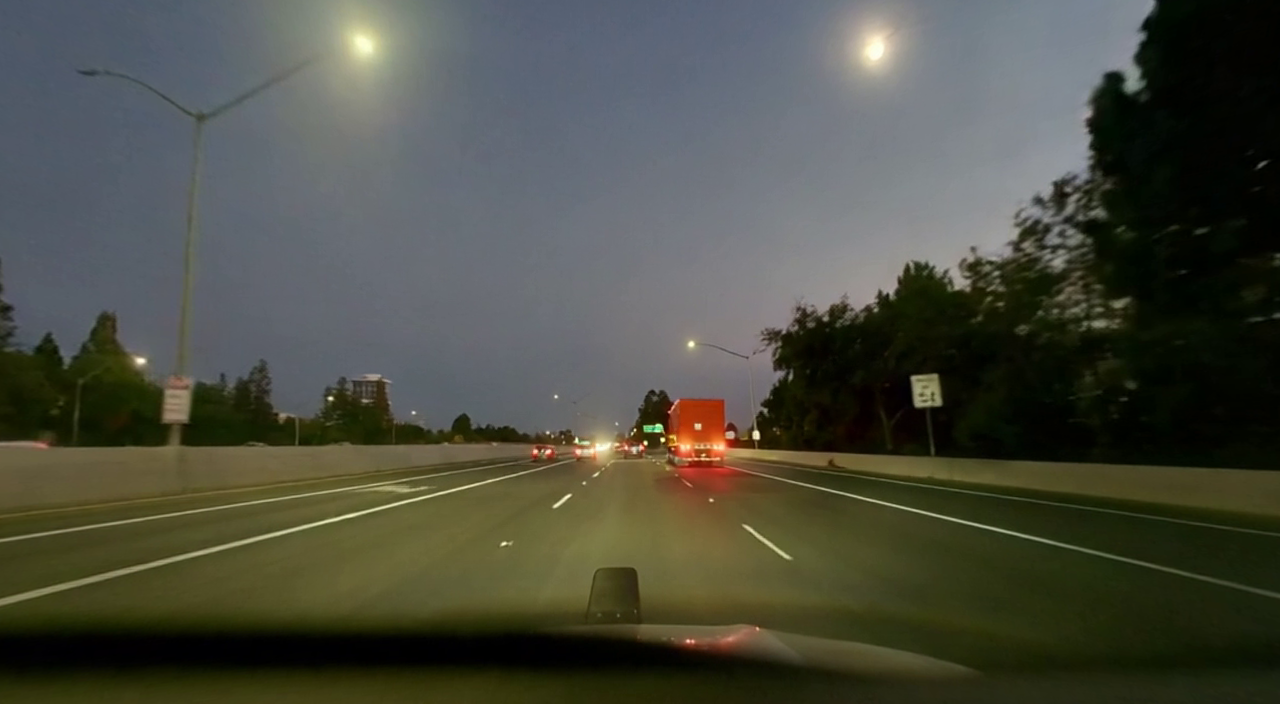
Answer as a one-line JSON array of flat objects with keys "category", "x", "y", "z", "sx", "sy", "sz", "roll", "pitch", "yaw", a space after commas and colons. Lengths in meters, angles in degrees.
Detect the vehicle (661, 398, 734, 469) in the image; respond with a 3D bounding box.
[{"category": "vehicle", "x": 3.094, "y": 4.938, "z": 37.533, "sx": 2.966, "sy": 3.586, "sz": 10.563, "roll": 0, "pitch": -9, "yaw": -2}]
